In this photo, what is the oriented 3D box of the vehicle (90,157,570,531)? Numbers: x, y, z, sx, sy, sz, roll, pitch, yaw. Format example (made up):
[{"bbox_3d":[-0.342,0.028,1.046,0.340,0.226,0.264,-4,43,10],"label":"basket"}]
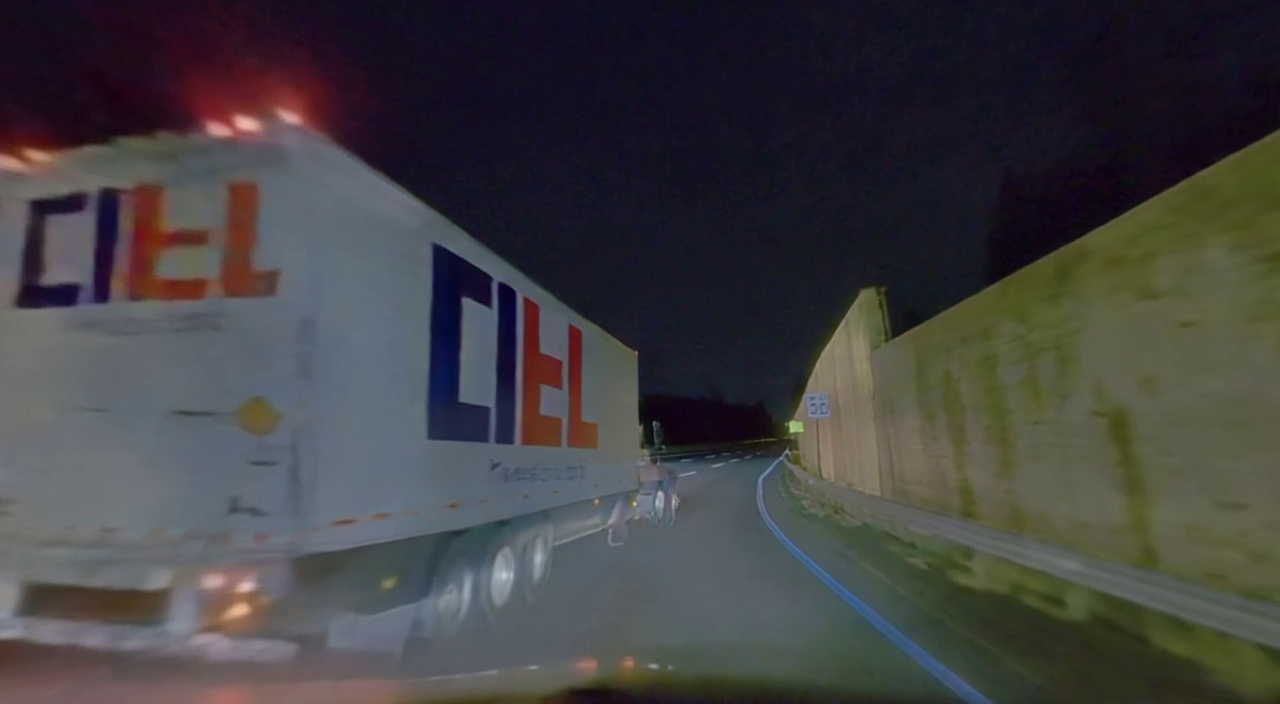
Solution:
[{"bbox_3d":[-4.071,0.390,11.415,2.796,4.184,8.554,0,-7,13],"label":"vehicle"}]
